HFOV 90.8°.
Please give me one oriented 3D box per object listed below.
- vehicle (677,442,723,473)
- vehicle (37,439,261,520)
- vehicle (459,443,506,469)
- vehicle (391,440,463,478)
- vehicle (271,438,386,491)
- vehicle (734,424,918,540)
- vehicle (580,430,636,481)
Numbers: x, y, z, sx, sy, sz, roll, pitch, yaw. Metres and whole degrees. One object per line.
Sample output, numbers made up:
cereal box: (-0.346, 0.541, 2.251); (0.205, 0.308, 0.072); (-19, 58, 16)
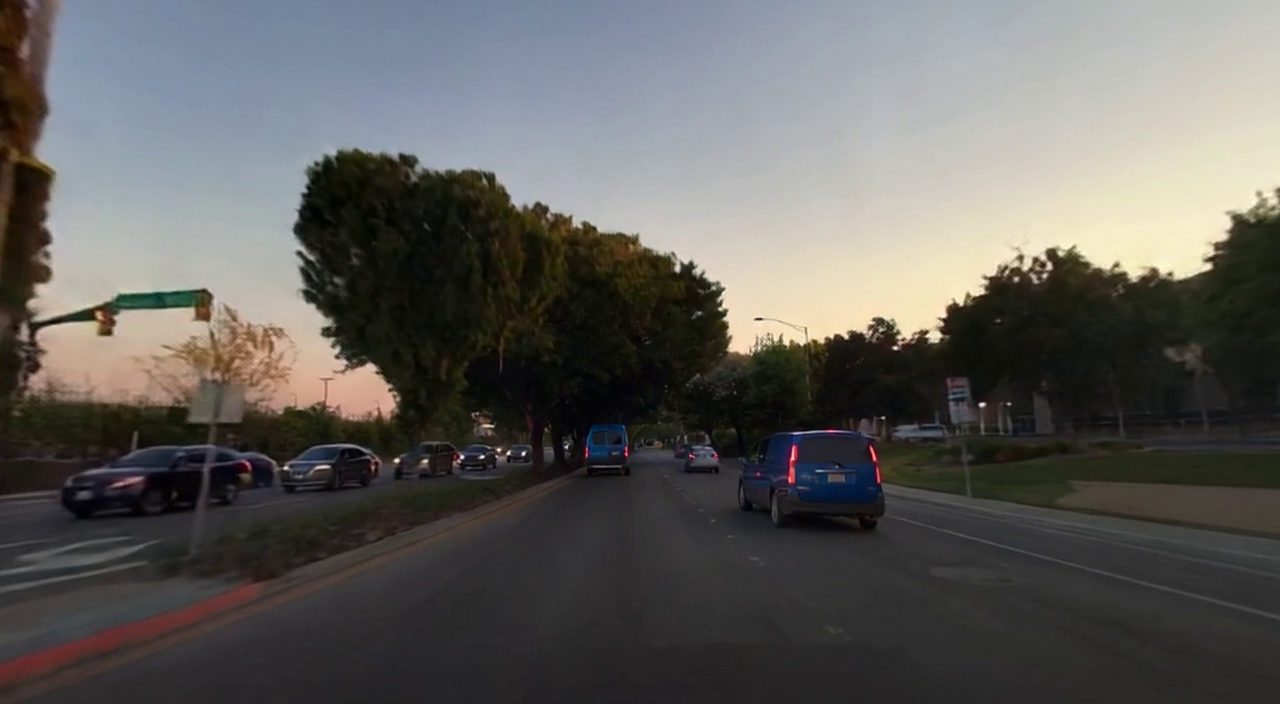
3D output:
vehicle: (3.455, 6.215, 37.350); (2.248, 1.692, 4.252); (0, -9, -1)
vehicle: (-11.232, 2.912, 14.941); (1.956, 1.625, 4.123); (0, -9, 0)
vehicle: (-11.204, 7.410, 45.213); (2.192, 1.754, 4.569); (0, -9, 0)
vehicle: (-11.073, 5.576, 33.273); (2.091, 1.806, 4.859); (0, -9, 0)
vehicle: (-10.936, 3.965, 22.546); (1.988, 1.689, 4.047); (0, -9, 1)
vehicle: (3.037, 2.218, 11.359); (1.965, 1.671, 4.146); (0, -9, -1)
vehicle: (-1.303, 4.568, 28.051); (2.228, 2.054, 4.309); (0, -9, 1)
